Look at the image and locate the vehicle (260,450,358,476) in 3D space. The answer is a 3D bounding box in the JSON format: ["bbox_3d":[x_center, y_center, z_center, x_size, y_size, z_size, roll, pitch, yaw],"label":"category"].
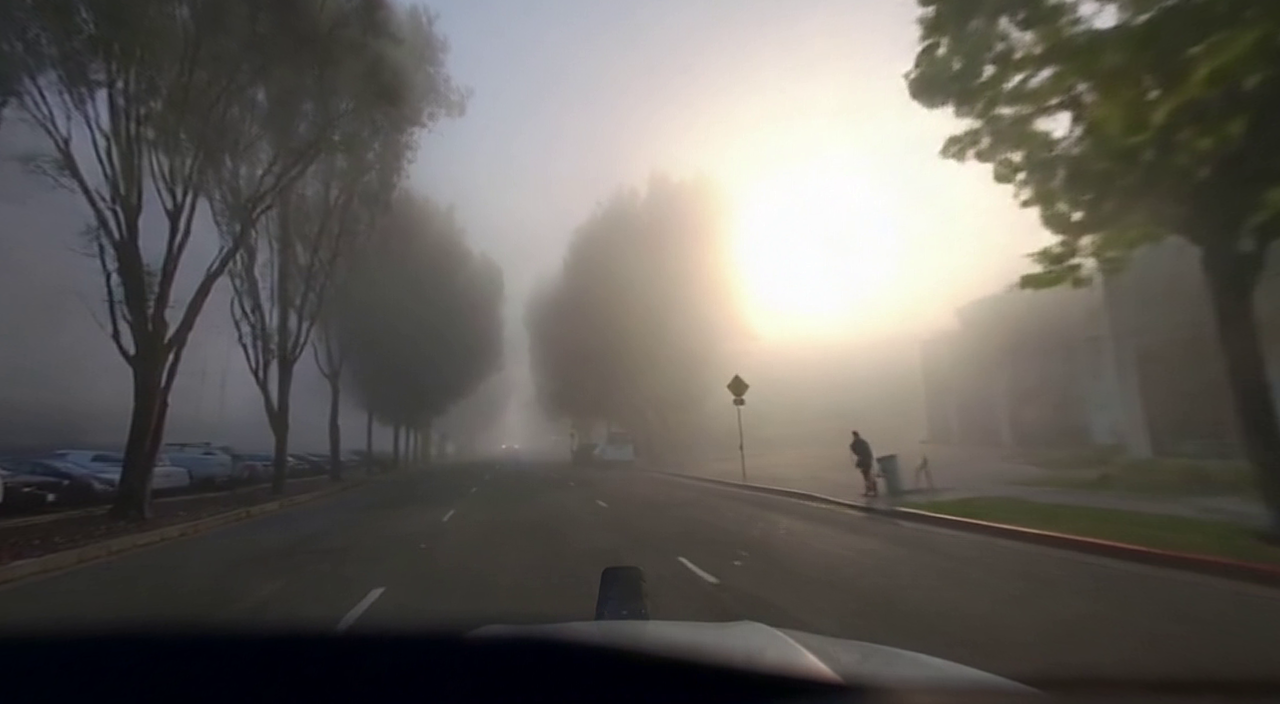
[{"bbox_3d":[-21.889,7.353,41.941,5.269,1.491,2.133,1,-8,-10],"label":"vehicle"}]

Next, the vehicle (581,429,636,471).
[{"bbox_3d":[-2.142,6.307,40.879,2.596,2.509,6.178,1,-8,-12],"label":"vehicle"}]
